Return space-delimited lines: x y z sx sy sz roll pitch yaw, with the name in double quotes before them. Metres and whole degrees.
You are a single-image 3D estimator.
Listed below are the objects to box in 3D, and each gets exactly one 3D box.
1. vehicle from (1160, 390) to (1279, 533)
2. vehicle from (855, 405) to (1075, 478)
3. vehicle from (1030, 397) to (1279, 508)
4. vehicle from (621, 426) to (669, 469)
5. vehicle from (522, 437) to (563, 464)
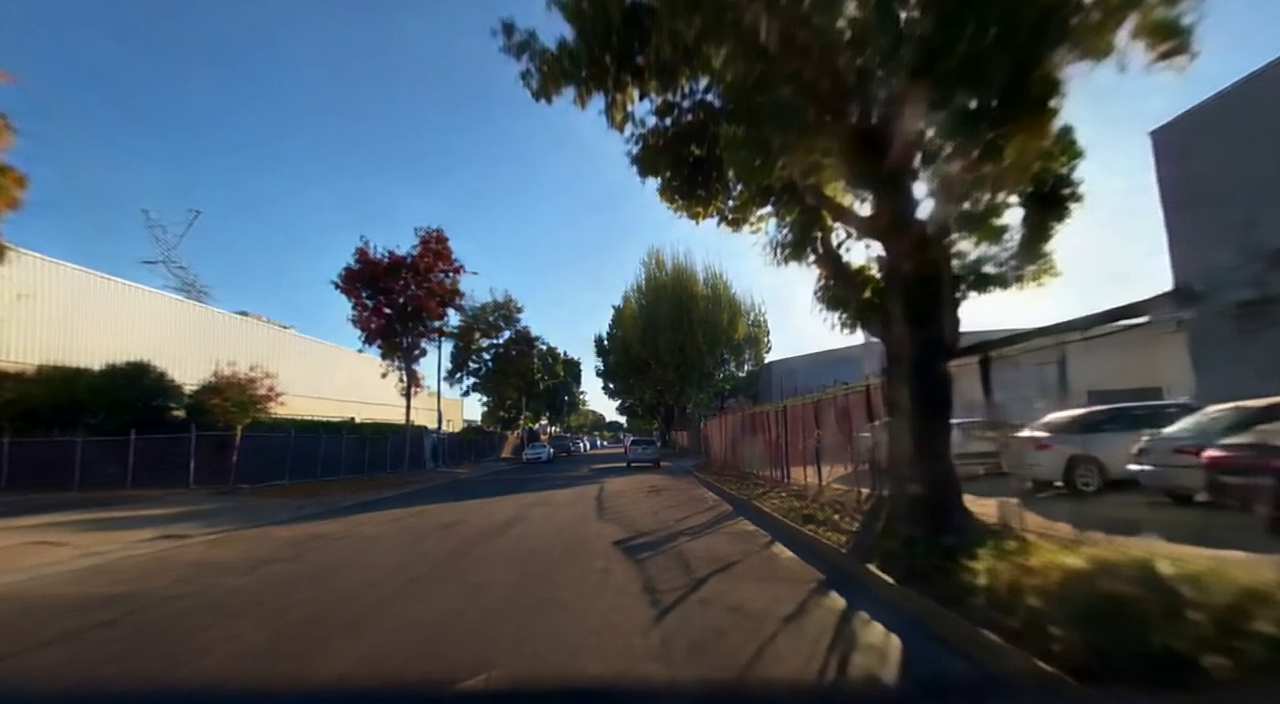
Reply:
"vehicle" 8.995 1.156 7.039 4.661 1.480 1.930 -1 -9 -2
"vehicle" 8.411 2.414 16.666 4.616 1.500 1.963 -4 -11 0
"vehicle" 8.669 1.491 9.482 4.239 1.460 1.984 0 -9 -1
"vehicle" 0.250 4.539 30.201 2.152 1.874 4.042 0 -8 1
"vehicle" -6.007 6.146 39.202 1.938 1.500 4.130 -3 -10 -1
